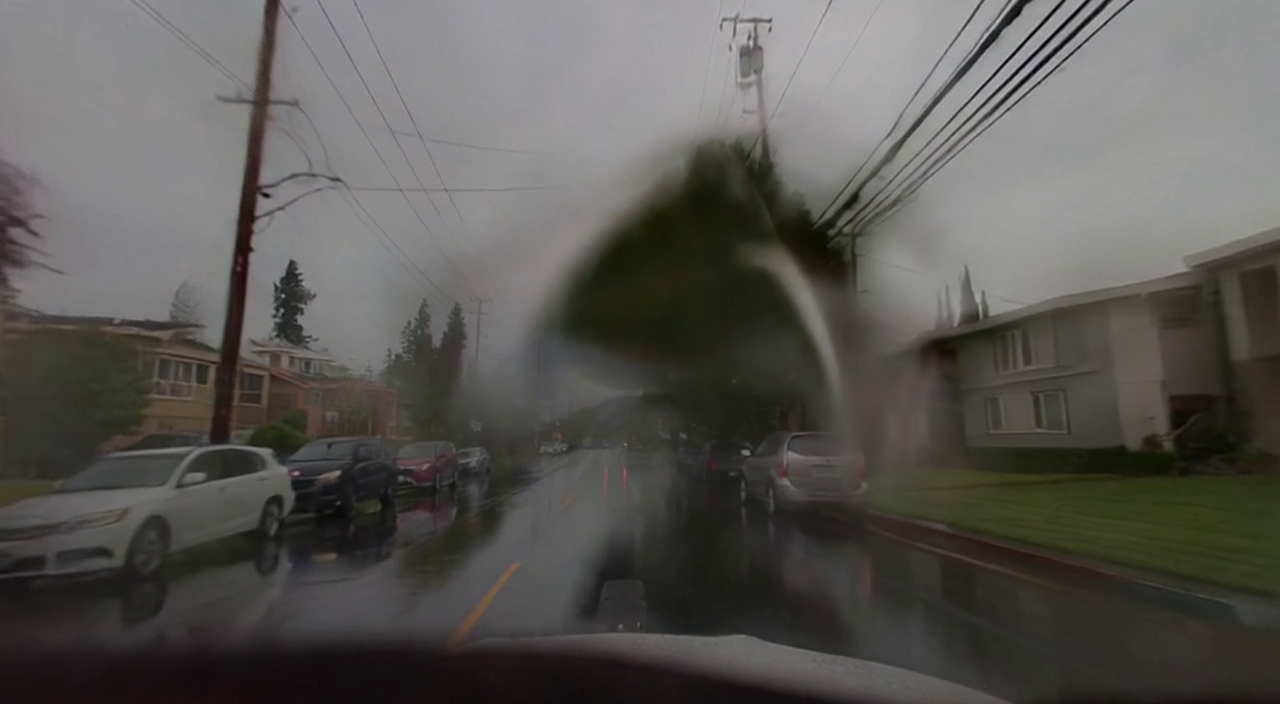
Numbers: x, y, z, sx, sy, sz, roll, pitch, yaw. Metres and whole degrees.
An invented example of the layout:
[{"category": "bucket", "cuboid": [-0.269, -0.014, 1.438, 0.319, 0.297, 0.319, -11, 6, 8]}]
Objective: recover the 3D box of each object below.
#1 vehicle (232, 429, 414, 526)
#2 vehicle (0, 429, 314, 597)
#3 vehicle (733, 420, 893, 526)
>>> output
[{"category": "vehicle", "cuboid": [-6.642, 2.614, 13.914, 1.988, 1.734, 4.400, -1, -8, -4]}, {"category": "vehicle", "cuboid": [-6.289, 1.874, 8.390, 1.863, 1.561, 4.380, -3, -7, -4]}, {"category": "vehicle", "cuboid": [3.205, 2.344, 12.716, 1.936, 1.756, 4.127, 0, -9, -2]}]
